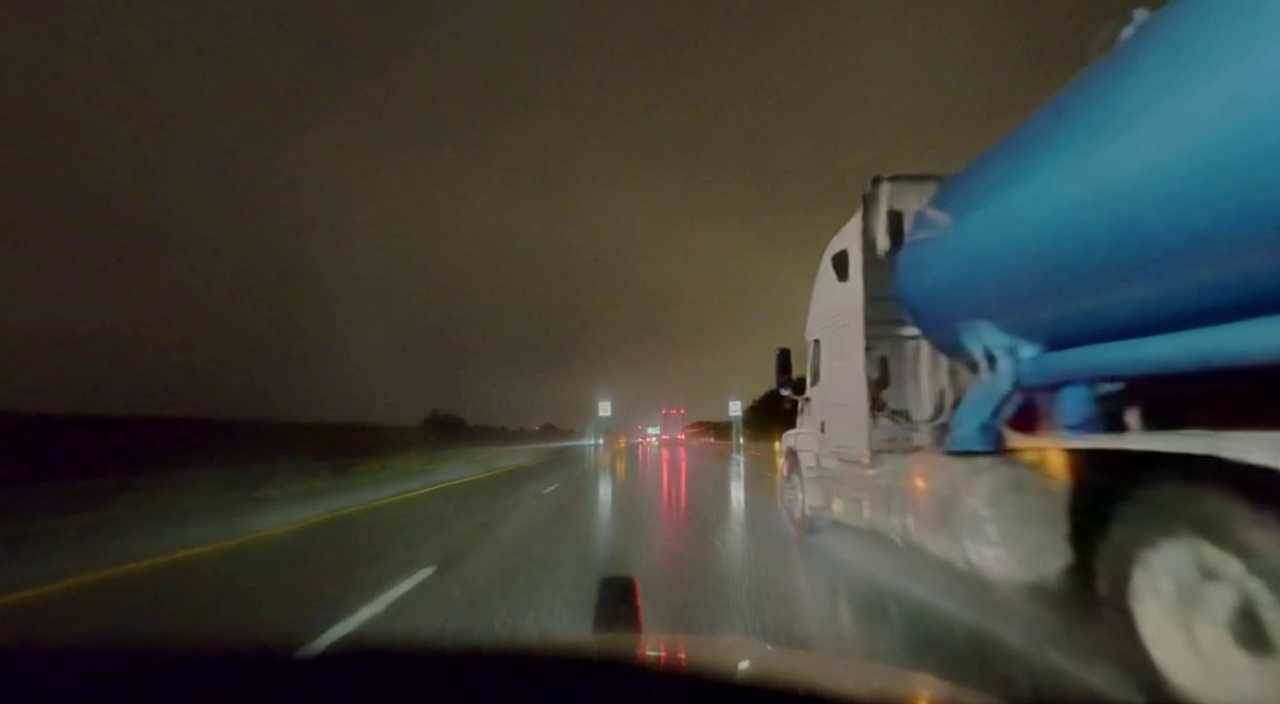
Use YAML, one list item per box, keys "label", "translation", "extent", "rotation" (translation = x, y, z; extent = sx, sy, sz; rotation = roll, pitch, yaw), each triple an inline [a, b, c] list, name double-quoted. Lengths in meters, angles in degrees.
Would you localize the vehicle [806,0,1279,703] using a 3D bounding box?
- label: "vehicle"
  translation: [3.162, -0.193, 2.650]
  extent: [2.962, 3.845, 6.332]
  rotation: [0, -8, -2]
